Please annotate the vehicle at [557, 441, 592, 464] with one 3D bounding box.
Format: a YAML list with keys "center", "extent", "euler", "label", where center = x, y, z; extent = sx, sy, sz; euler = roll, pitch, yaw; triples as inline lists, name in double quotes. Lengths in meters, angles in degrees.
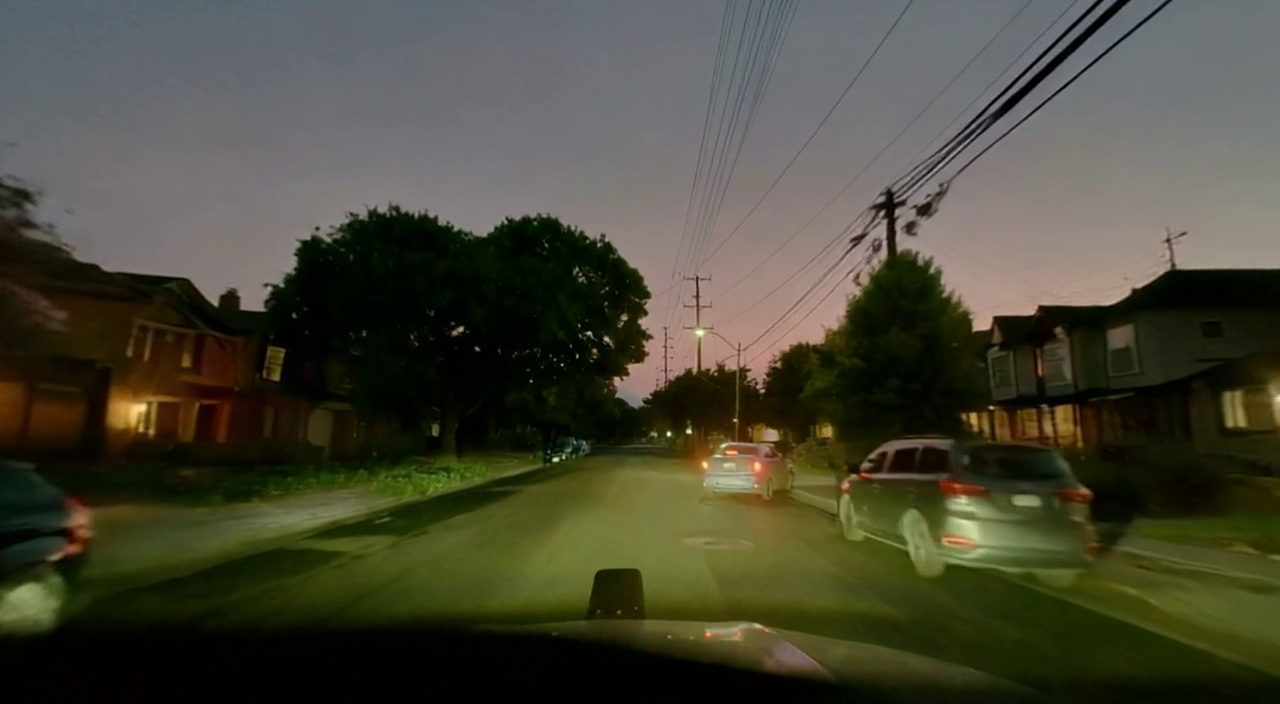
- center: [-4.741, 7.336, 46.398]
  extent: [1.938, 1.508, 4.481]
  euler: [0, -7, 1]
  label: "vehicle"

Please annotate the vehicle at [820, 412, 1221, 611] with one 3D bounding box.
- center: [3.880, 1.688, 7.649]
  extent: [2.103, 1.679, 4.386]
  euler: [0, -8, 0]
  label: "vehicle"

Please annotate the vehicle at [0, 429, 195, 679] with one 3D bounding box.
- center: [-4.693, 1.054, 2.850]
  extent: [1.810, 1.446, 4.668]
  euler: [-1, -9, 3]
  label: "vehicle"

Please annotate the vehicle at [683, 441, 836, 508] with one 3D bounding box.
- center: [3.204, 3.024, 16.187]
  extent: [2.075, 1.449, 4.526]
  euler: [-6, -10, 35]
  label: "vehicle"
